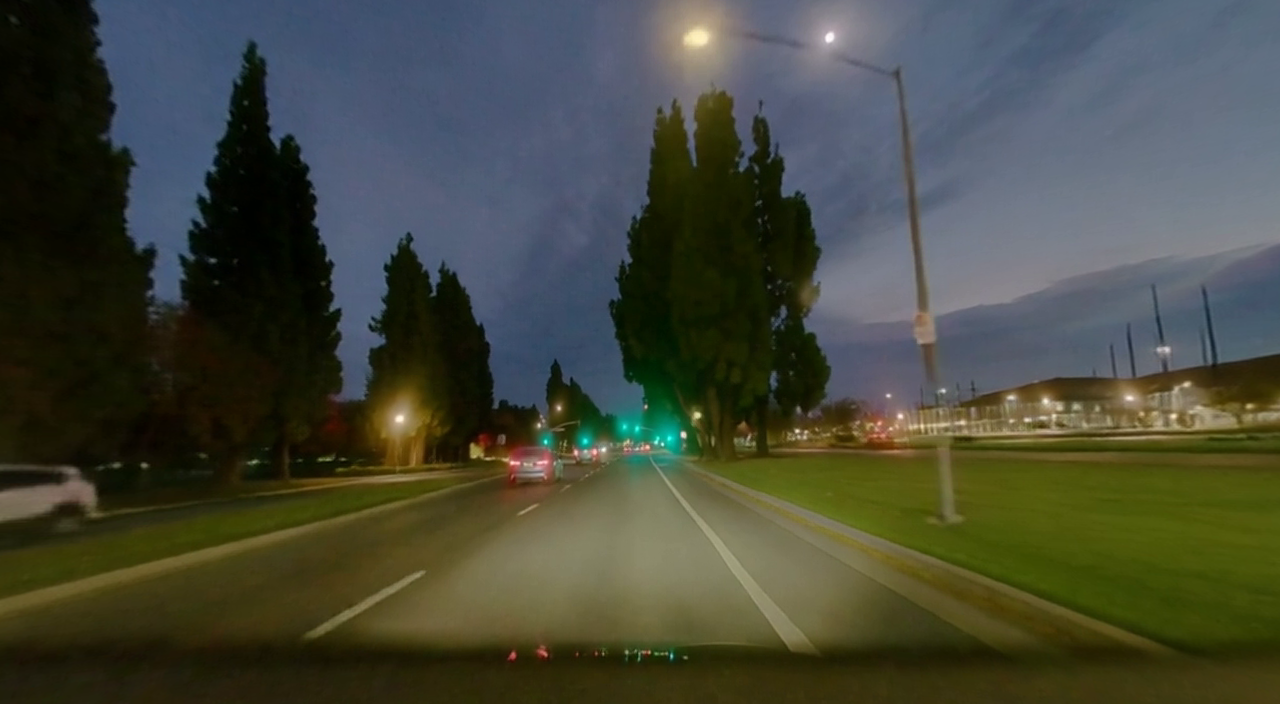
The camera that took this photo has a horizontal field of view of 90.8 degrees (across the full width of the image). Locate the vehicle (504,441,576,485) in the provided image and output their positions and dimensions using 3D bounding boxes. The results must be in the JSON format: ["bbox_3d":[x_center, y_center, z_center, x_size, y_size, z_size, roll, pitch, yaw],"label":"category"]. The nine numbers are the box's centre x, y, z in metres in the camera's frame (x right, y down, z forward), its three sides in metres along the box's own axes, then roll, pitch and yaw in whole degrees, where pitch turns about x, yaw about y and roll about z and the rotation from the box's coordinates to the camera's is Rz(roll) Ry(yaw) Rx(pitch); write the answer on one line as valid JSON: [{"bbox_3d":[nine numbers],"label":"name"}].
[{"bbox_3d":[-3.586,4.048,23.399,1.932,1.431,4.144,-1,-8,1],"label":"vehicle"}]

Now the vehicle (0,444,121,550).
[{"bbox_3d":[-11.670,2.357,10.091,2.109,1.729,5.492,0,-8,0],"label":"vehicle"}]
